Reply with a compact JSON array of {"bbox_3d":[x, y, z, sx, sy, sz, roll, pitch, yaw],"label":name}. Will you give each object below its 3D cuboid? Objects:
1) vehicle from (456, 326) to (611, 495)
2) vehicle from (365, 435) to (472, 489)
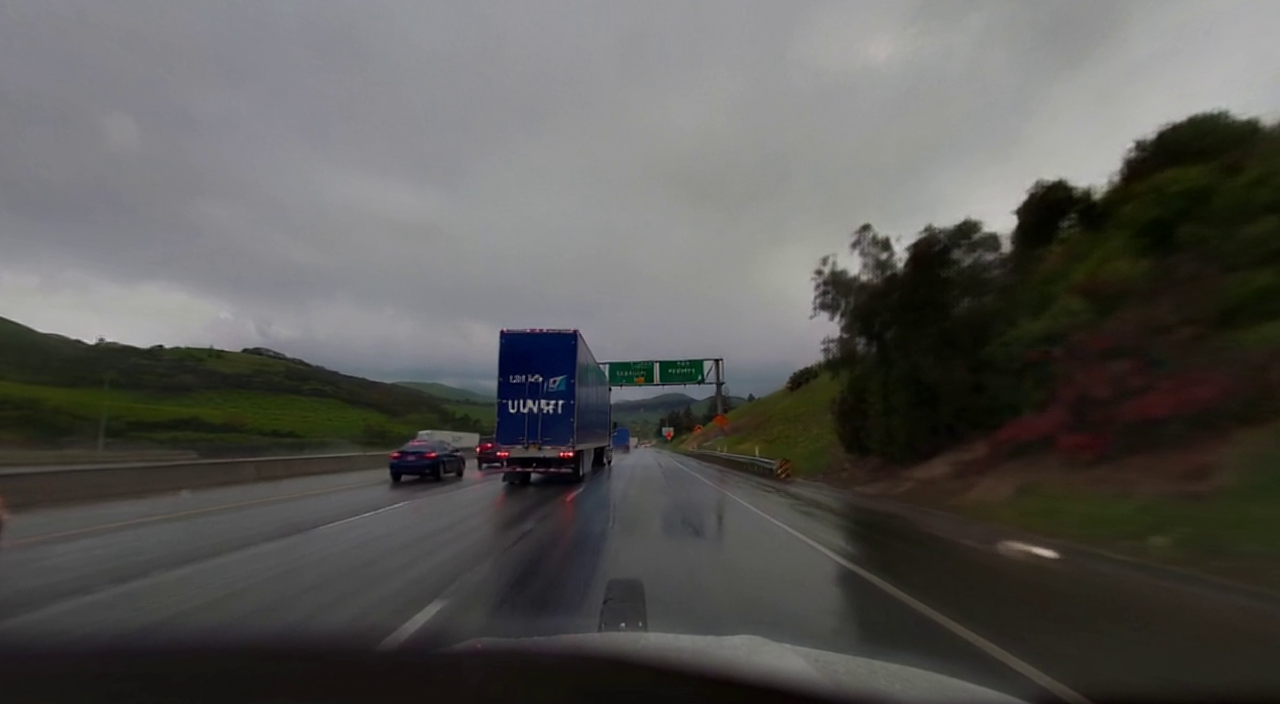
[{"bbox_3d":[-3.104,2.649,24.410,3.202,4.352,16.251,0,-8,0],"label":"vehicle"},{"bbox_3d":[-7.279,3.641,21.299,1.949,1.604,4.456,0,-8,1],"label":"vehicle"}]
